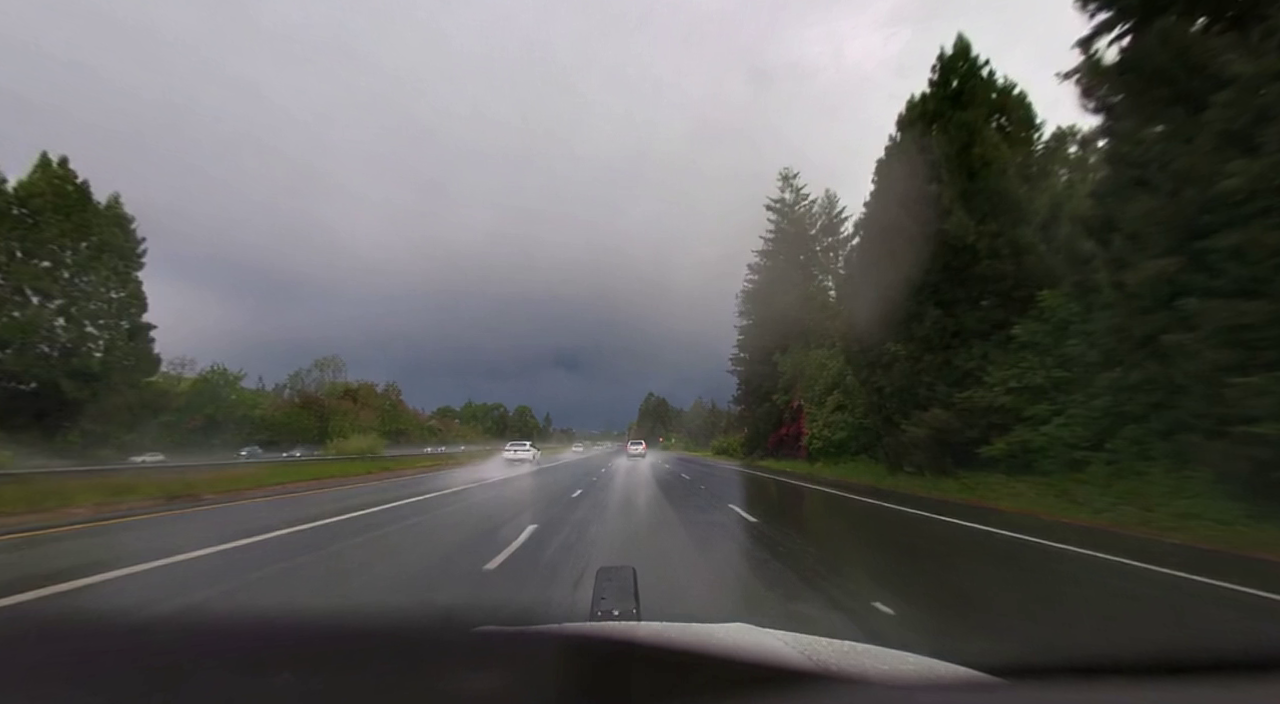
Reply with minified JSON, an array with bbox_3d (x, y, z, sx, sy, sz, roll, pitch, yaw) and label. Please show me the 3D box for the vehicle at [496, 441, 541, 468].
[{"bbox_3d":[-7.674,6.513,40.225,1.991,1.572,4.314,0,-9,0],"label":"vehicle"}]
